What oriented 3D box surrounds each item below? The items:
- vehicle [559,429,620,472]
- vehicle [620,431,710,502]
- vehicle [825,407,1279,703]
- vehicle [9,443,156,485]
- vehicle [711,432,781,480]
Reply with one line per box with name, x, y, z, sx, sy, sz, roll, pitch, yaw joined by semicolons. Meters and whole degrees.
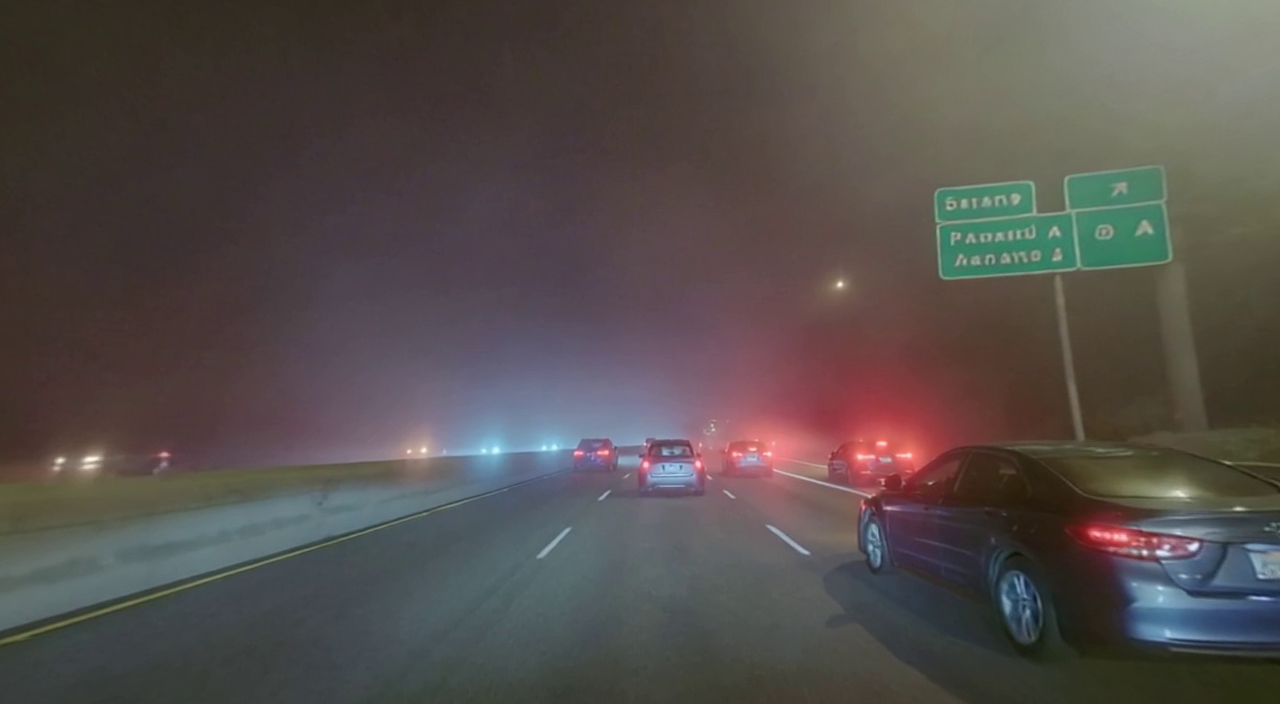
vehicle;-2.420;5.008;31.980;2.434;1.965;5.305;0;-9;3
vehicle;0.645;2.944;16.485;2.074;1.614;3.803;0;-9;2
vehicle;3.183;1.342;5.068;2.009;1.489;4.559;0;-9;0
vehicle;-22.793;4.571;26.021;1.886;1.571;4.375;0;-9;3
vehicle;4.000;4.021;24.473;2.076;1.684;4.241;0;-9;1
